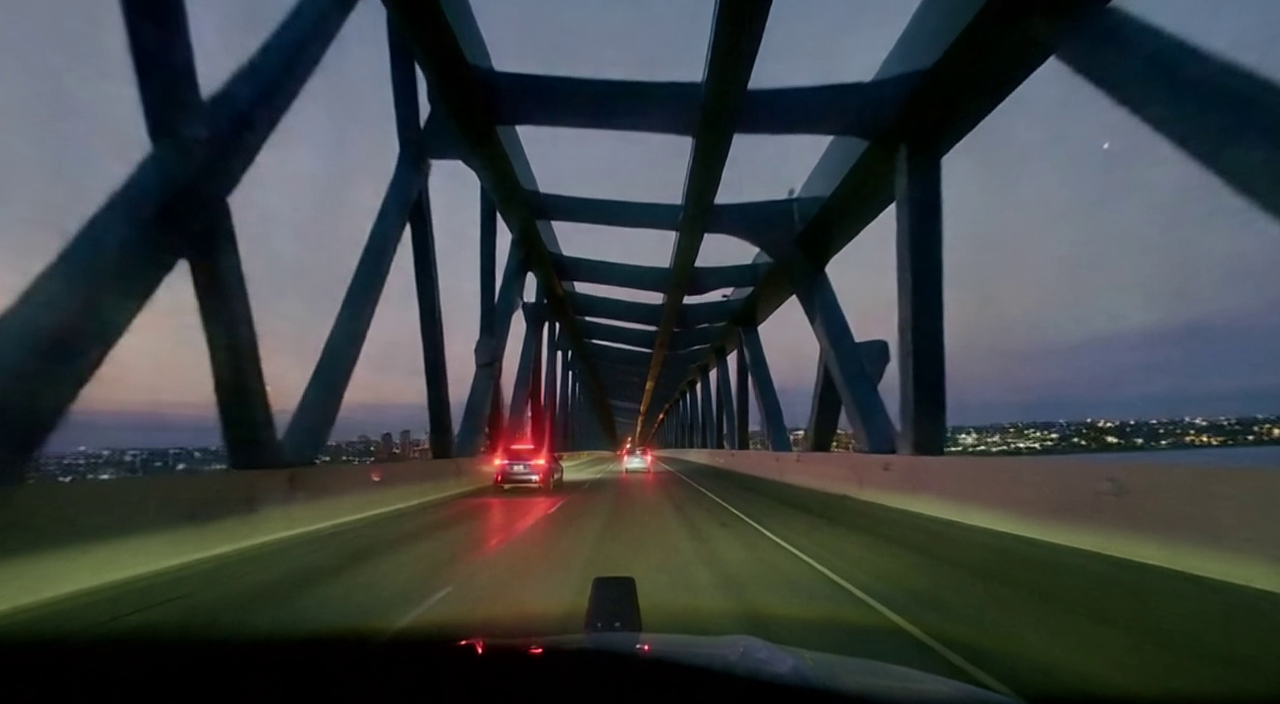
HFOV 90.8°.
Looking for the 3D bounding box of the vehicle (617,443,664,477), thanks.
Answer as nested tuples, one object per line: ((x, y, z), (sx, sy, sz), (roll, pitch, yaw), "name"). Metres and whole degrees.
((0.014, 4.987, 29.385), (2.048, 1.450, 3.973), (0, -9, -1), "vehicle")

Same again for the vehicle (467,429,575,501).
((-3.313, 3.262, 18.648), (2.190, 1.807, 4.741), (-1, -9, 1), "vehicle")
